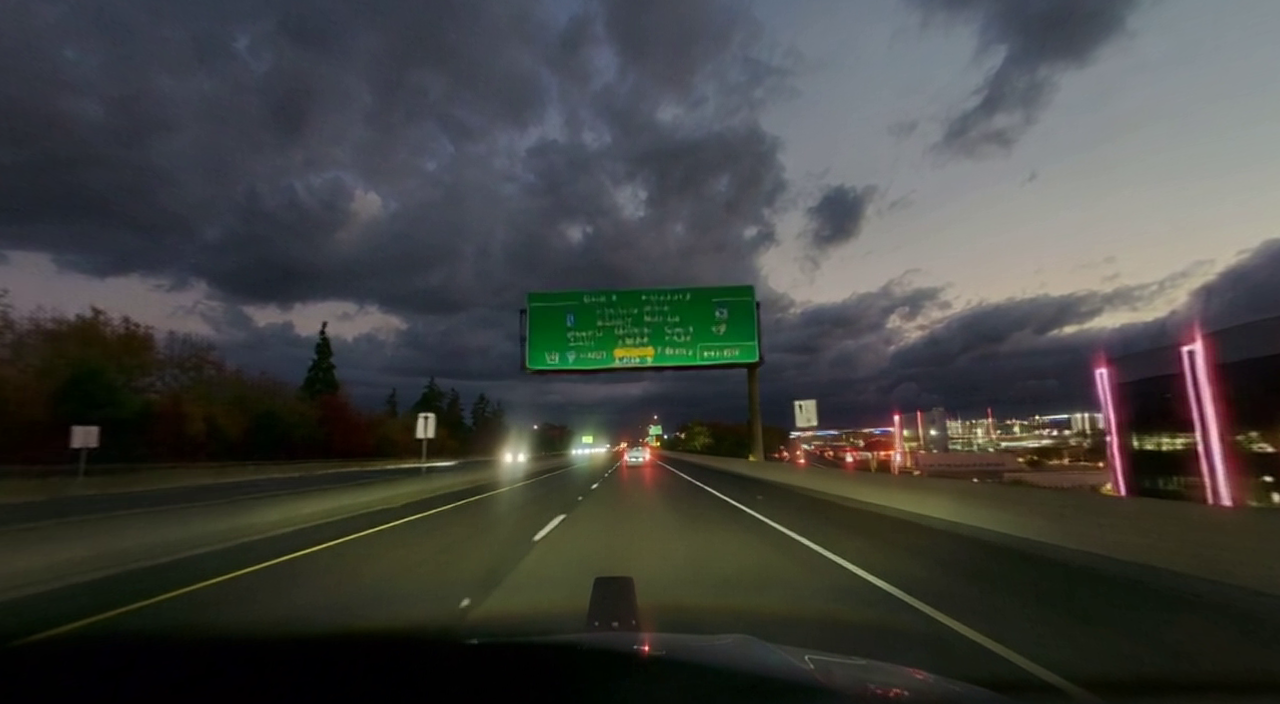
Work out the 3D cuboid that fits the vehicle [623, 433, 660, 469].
[{"bbox_3d":[0.138,6.458,40.943,2.268,2.122,4.595,-1,-9,1],"label":"vehicle"}]
